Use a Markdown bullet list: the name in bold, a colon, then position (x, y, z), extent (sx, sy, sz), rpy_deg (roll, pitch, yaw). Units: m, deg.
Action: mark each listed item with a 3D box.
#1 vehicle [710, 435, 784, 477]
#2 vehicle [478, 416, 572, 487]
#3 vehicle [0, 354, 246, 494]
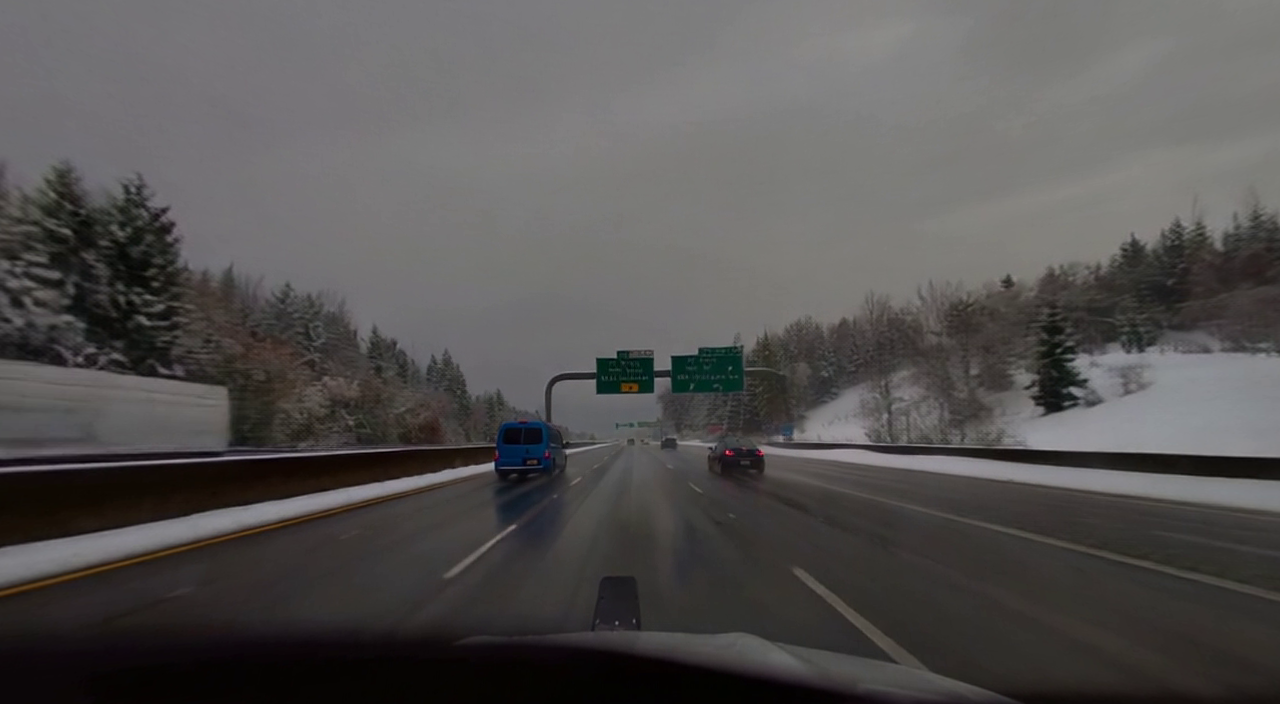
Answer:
- **vehicle**: position (3.963, 3.898, 23.963), extent (2.020, 1.464, 3.803), rpy_deg (0, -8, -2)
- **vehicle**: position (-3.619, 3.224, 20.907), extent (2.275, 2.053, 5.082), rpy_deg (0, -8, -2)
- **vehicle**: position (-20.128, 2.691, 22.694), extent (2.875, 4.040, 14.321), rpy_deg (0, -8, -1)
